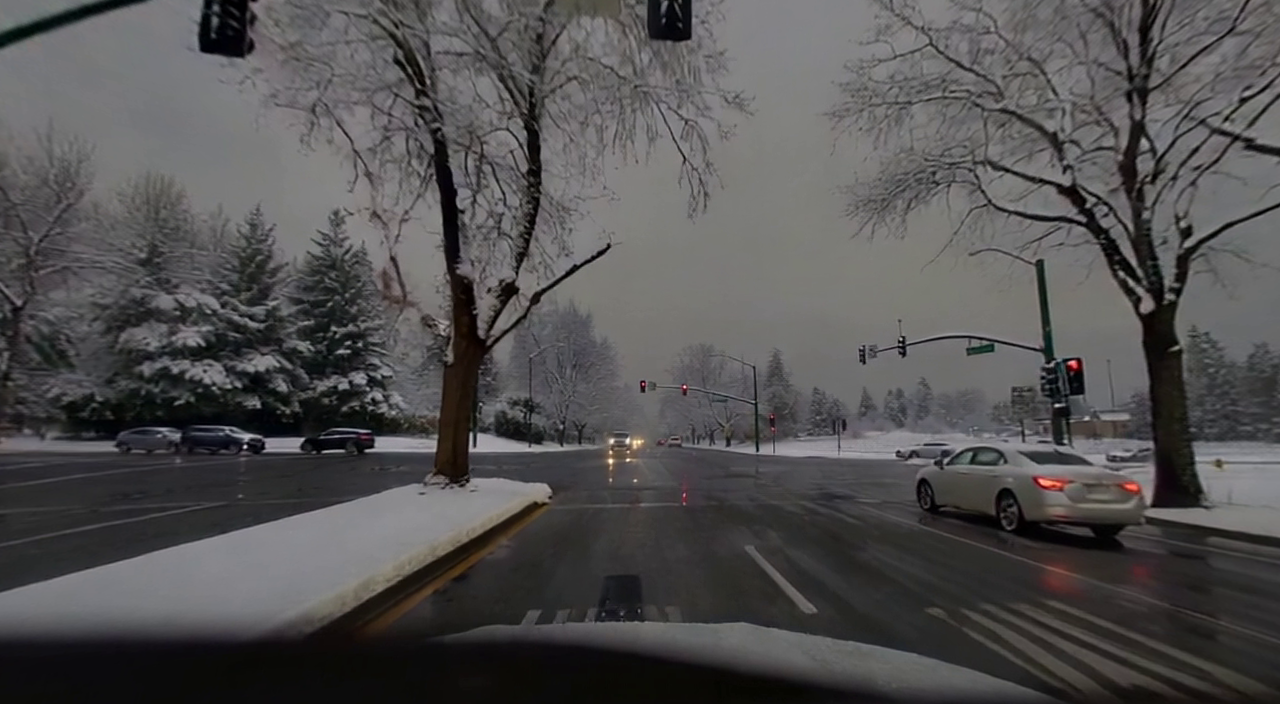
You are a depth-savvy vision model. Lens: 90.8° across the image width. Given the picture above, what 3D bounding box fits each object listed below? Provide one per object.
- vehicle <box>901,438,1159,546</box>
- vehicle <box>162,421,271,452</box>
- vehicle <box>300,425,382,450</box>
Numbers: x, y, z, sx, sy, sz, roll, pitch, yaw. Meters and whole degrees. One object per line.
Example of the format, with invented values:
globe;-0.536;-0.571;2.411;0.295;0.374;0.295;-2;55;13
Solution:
vehicle;6.247;2.237;10.828;1.815;1.417;4.125;2;-8;0
vehicle;-22.467;4.533;33.686;4.331;1.544;1.896;3;-9;-16
vehicle;-19.219;5.527;40.622;4.683;1.495;2.119;-3;-9;23
